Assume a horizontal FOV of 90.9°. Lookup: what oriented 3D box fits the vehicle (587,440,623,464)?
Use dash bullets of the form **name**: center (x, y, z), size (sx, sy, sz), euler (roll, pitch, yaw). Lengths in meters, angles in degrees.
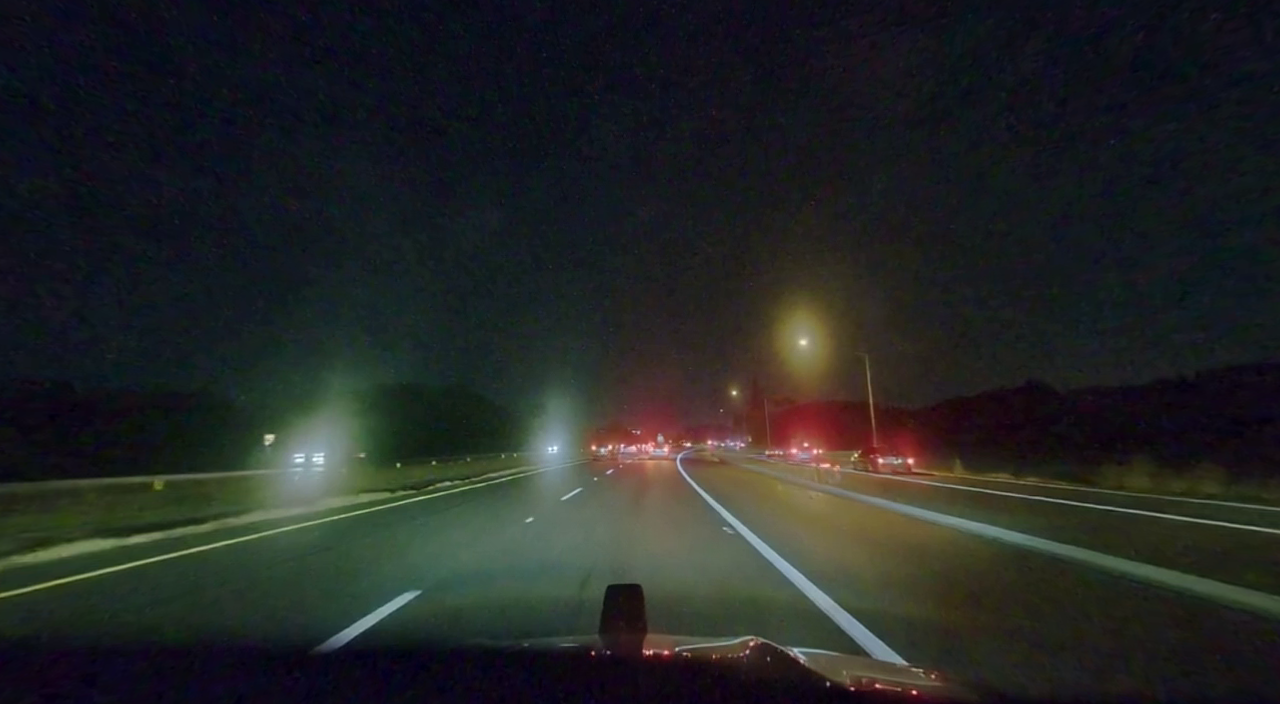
- **vehicle**: center (-2.448, 7.109, 44.925), size (2.040, 1.553, 4.199), euler (-1, -8, 4)
